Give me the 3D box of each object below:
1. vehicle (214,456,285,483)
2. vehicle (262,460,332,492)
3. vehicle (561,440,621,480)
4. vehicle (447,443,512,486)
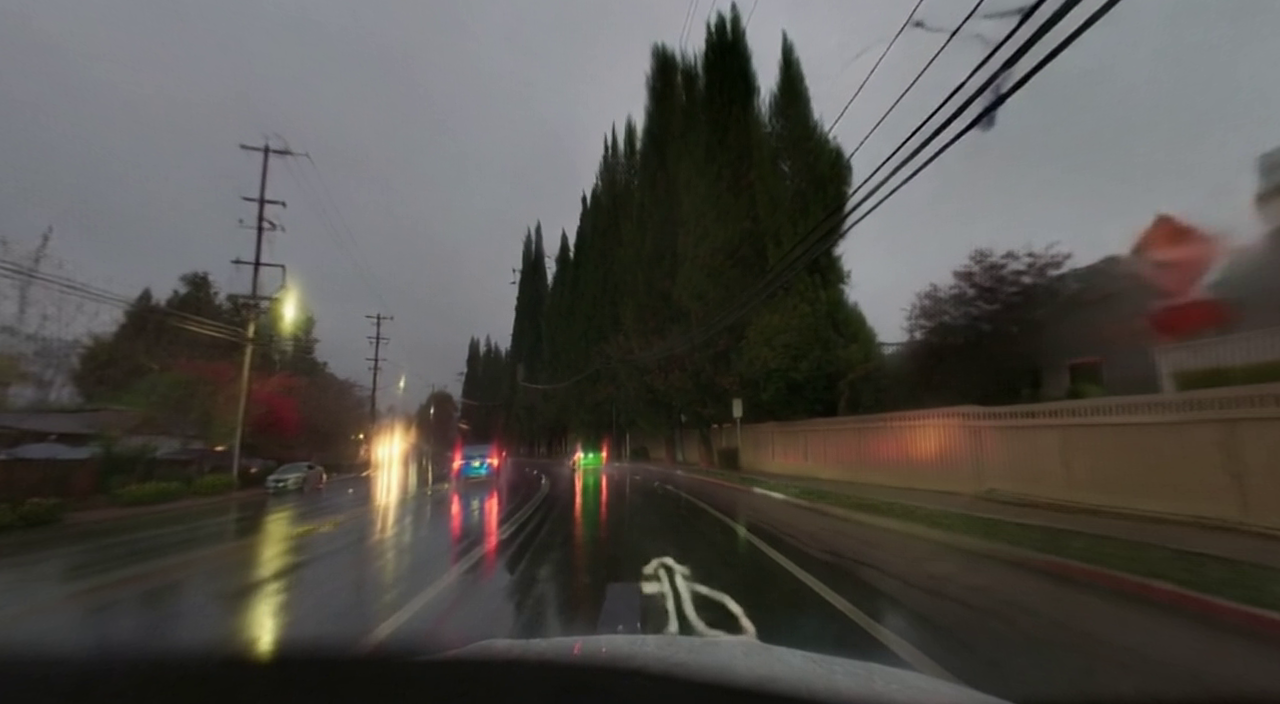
[{"bbox_3d":[-27.585,8.281,44.738,3.916,1.509,1.804,-2,-8,-18],"label":"vehicle"},{"bbox_3d":[-17.988,6.484,33.332,1.944,1.458,4.549,1,-9,-12],"label":"vehicle"},{"bbox_3d":[-2.197,4.592,27.098,2.168,1.504,4.284,1,-9,-10],"label":"vehicle"},{"bbox_3d":[-5.992,4.244,24.068,1.913,1.425,4.235,0,-9,-8],"label":"vehicle"}]
